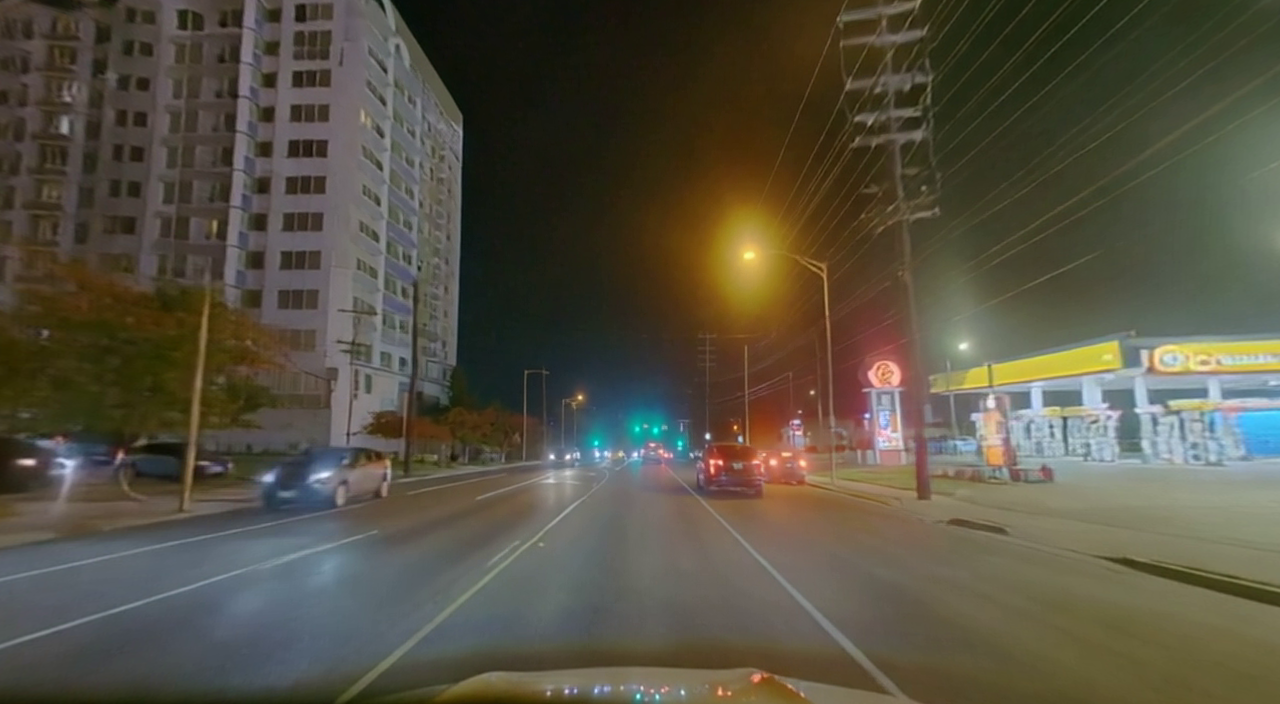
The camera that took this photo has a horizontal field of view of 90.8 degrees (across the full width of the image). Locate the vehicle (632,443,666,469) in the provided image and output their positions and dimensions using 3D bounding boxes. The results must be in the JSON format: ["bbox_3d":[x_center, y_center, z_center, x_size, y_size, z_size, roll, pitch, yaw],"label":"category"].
[{"bbox_3d":[0.580,6.430,39.405,1.999,1.487,3.939,0,-8,2],"label":"vehicle"}]

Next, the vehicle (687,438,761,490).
[{"bbox_3d":[2.847,3.870,22.324,1.945,1.647,4.160,0,-8,-1],"label":"vehicle"}]

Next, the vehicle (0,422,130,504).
[{"bbox_3d":[-17.014,2.883,16.724,4.953,1.934,2.520,0,-9,6],"label":"vehicle"}]

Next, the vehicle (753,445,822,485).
[{"bbox_3d":[6.168,4.756,26.960,1.914,1.513,4.474,0,-8,1],"label":"vehicle"}]

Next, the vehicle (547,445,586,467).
[{"bbox_3d":[-5.169,7.367,44.985,2.033,1.495,4.216,0,-8,3],"label":"vehicle"}]

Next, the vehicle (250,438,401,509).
[{"bbox_3d":[-8.924,3.437,18.468,2.000,1.796,4.529,0,-8,1],"label":"vehicle"}]

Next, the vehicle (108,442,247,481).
[{"bbox_3d":[-18.532,4.376,25.454,4.182,1.486,1.808,0,-8,1],"label":"vehicle"}]
